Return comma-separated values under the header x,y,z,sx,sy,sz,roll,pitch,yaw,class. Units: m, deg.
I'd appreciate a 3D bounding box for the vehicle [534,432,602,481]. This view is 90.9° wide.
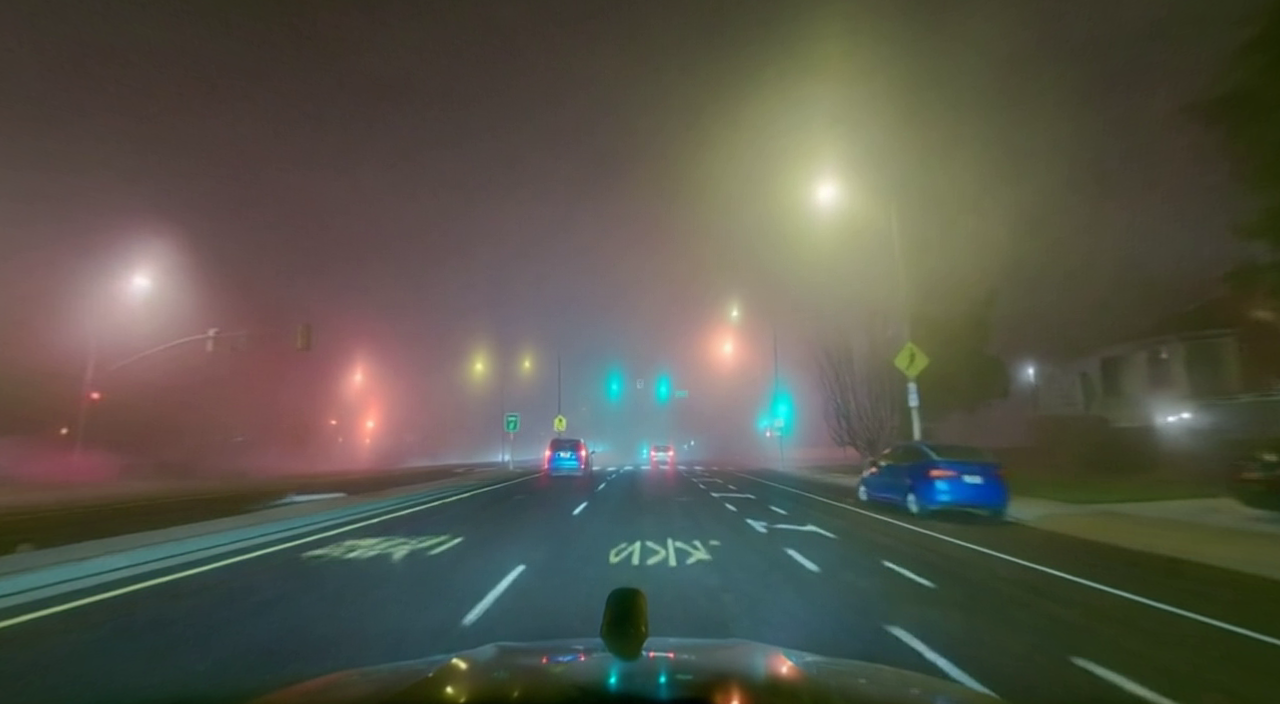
x,y,z,sx,sy,sz,roll,pitch,yaw,class
-2.846,4.258,26.002,2.150,1.812,4.423,0,-8,1,vehicle

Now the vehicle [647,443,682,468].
x,y,z,sx,sy,sz,roll,pitch,yaw,class
1.499,6.596,40.267,2.075,1.480,3.920,0,-8,-1,vehicle

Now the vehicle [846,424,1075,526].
x,y,z,sx,sy,sz,roll,pitch,yaw,class
6.188,2.419,13.078,2.038,1.687,4.985,0,-8,-1,vehicle
